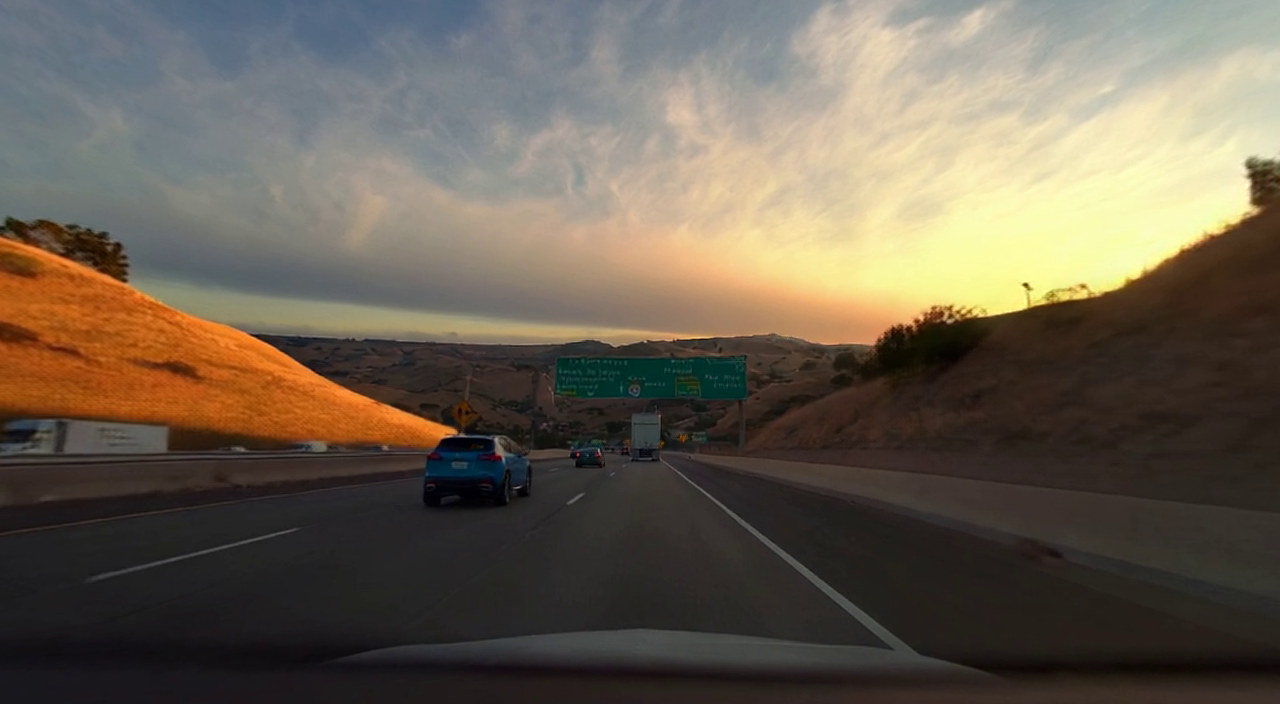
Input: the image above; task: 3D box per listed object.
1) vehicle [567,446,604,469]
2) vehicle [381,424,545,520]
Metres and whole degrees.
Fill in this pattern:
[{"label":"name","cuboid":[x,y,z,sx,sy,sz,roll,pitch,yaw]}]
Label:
[{"label":"vehicle","cuboid":[-3.763,7.379,44.202,2.101,1.476,4.471,0,-9,1]},{"label":"vehicle","cuboid":[-3.644,2.585,14.088,2.194,1.725,4.698,0,-9,1]}]
